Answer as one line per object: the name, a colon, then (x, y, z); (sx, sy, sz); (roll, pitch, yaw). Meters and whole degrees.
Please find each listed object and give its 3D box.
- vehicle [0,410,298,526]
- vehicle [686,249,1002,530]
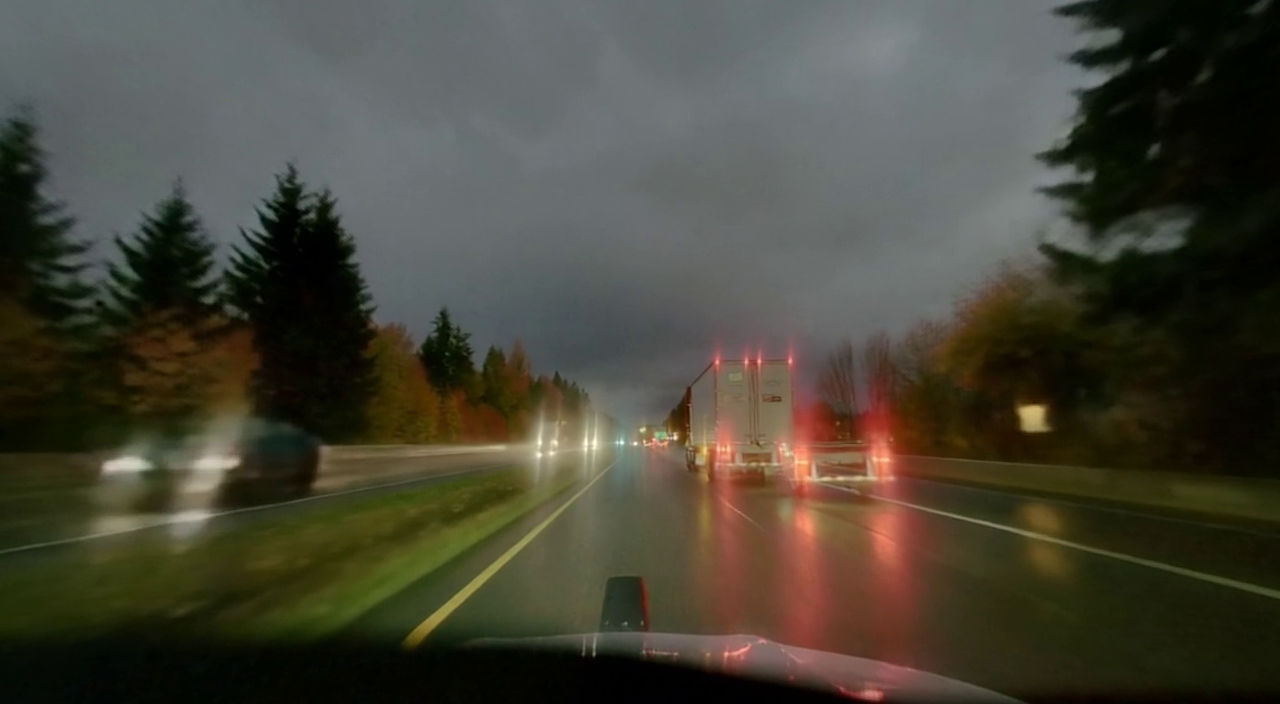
vehicle: (-8.207, 1.894, 10.799); (1.986, 1.541, 4.670); (0, -8, 1)
vehicle: (3.570, 1.508, 16.572); (3.691, 4.331, 13.909); (0, -8, 0)
